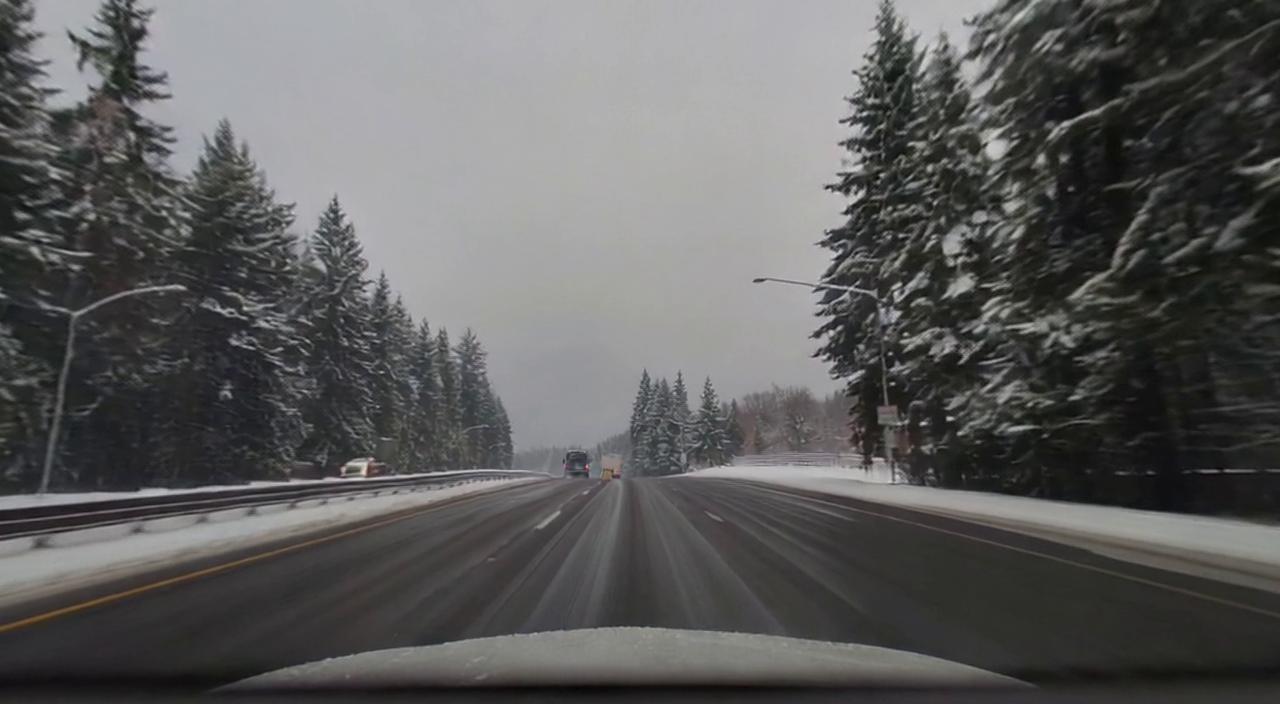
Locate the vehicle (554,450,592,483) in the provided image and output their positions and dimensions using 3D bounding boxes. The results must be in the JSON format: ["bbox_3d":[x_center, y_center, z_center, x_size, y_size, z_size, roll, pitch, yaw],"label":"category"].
[{"bbox_3d":[-4.850,8.308,46.290,2.323,2.252,4.808,0,-9,-1],"label":"vehicle"}]

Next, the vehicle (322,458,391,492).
[{"bbox_3d":[-16.765,7.275,37.668,2.069,1.776,4.803,0,-9,-3],"label":"vehicle"}]
